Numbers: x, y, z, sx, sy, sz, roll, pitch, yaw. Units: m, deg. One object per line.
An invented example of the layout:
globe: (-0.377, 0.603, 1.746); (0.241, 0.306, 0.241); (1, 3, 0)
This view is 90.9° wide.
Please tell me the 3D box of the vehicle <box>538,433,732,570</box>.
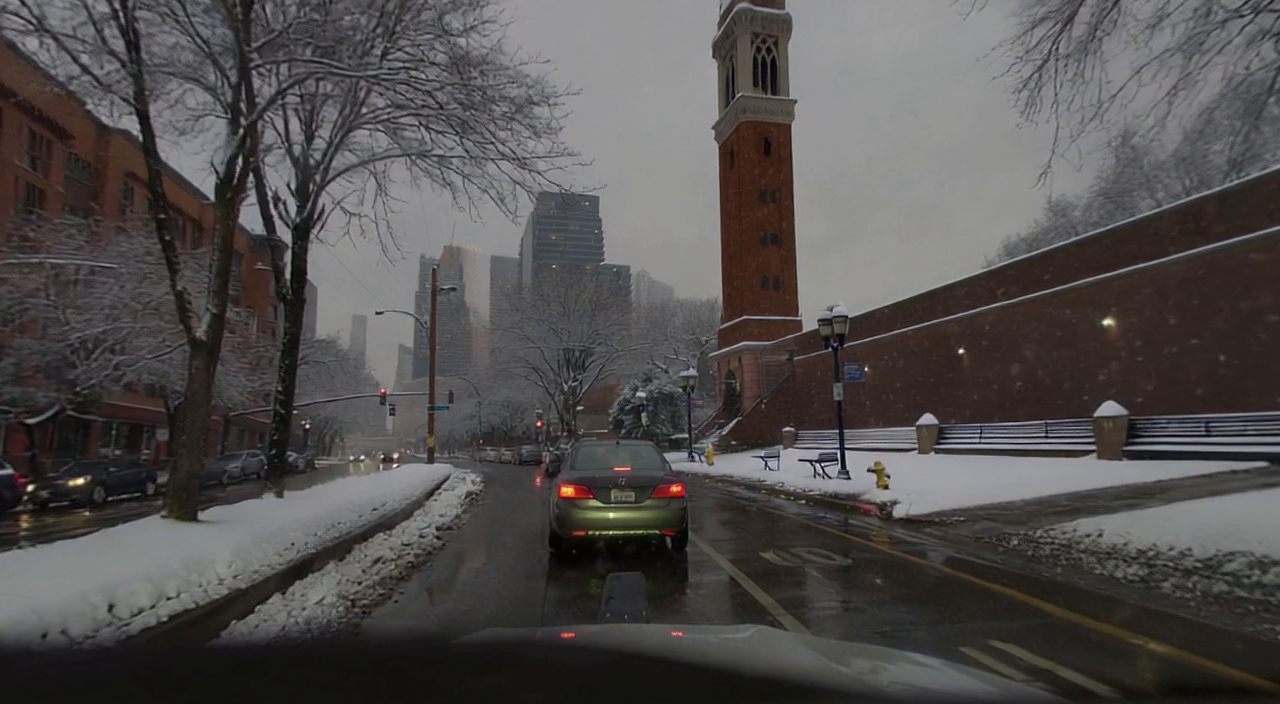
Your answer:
vehicle: (-0.234, 1.940, 9.029); (2.142, 1.475, 4.051); (1, -8, -6)
